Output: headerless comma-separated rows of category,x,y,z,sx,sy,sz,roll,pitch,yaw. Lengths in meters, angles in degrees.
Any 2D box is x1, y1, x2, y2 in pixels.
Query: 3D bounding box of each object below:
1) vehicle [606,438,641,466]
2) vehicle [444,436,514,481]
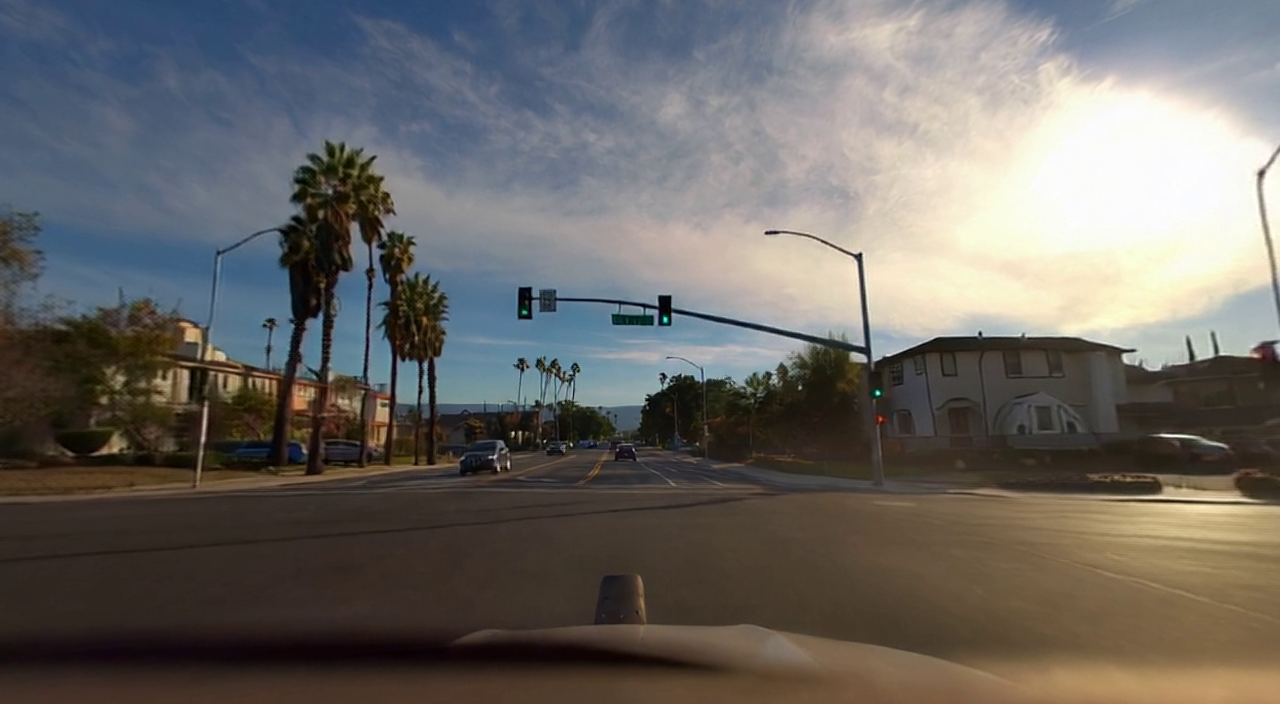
vehicle,-1.221,6.995,44.282,2.248,1.833,4.798,0,-8,-3
vehicle,-6.630,4.422,26.445,1.983,1.684,3.938,0,-8,-1
